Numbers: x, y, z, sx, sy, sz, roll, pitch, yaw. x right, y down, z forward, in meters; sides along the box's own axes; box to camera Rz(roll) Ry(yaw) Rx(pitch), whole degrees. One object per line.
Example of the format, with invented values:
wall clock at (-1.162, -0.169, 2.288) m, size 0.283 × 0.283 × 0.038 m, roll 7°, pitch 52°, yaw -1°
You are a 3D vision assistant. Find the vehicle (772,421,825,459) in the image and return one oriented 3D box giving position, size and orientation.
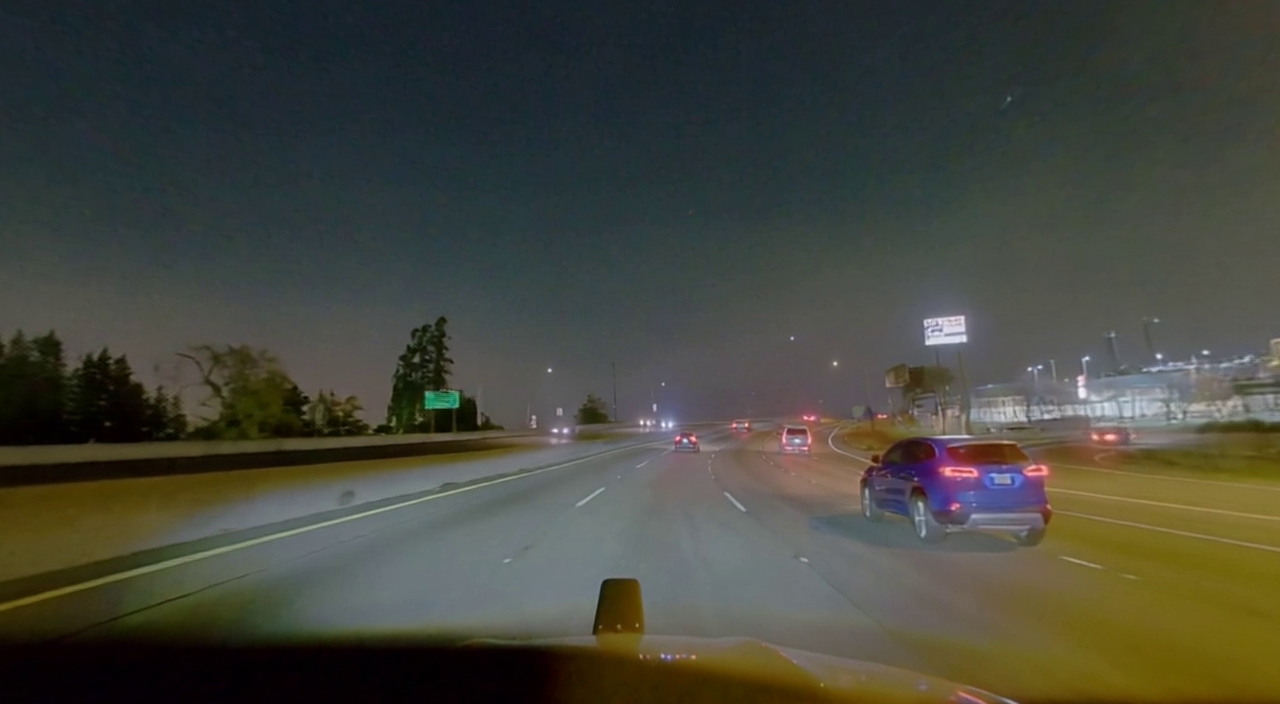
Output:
vehicle at (10.053, 5.684, 40.635) m, size 2.526 × 2.230 × 6.190 m, roll -1°, pitch -9°, yaw 7°

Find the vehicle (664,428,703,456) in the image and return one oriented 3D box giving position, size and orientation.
vehicle at (2.950, 6.001, 42.055) m, size 2.181 × 1.768 × 4.383 m, roll -1°, pitch -9°, yaw 8°

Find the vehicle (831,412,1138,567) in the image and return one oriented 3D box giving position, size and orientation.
vehicle at (4.404, 1.816, 9.091) m, size 2.097 × 1.659 × 4.320 m, roll 0°, pitch -9°, yaw 2°
